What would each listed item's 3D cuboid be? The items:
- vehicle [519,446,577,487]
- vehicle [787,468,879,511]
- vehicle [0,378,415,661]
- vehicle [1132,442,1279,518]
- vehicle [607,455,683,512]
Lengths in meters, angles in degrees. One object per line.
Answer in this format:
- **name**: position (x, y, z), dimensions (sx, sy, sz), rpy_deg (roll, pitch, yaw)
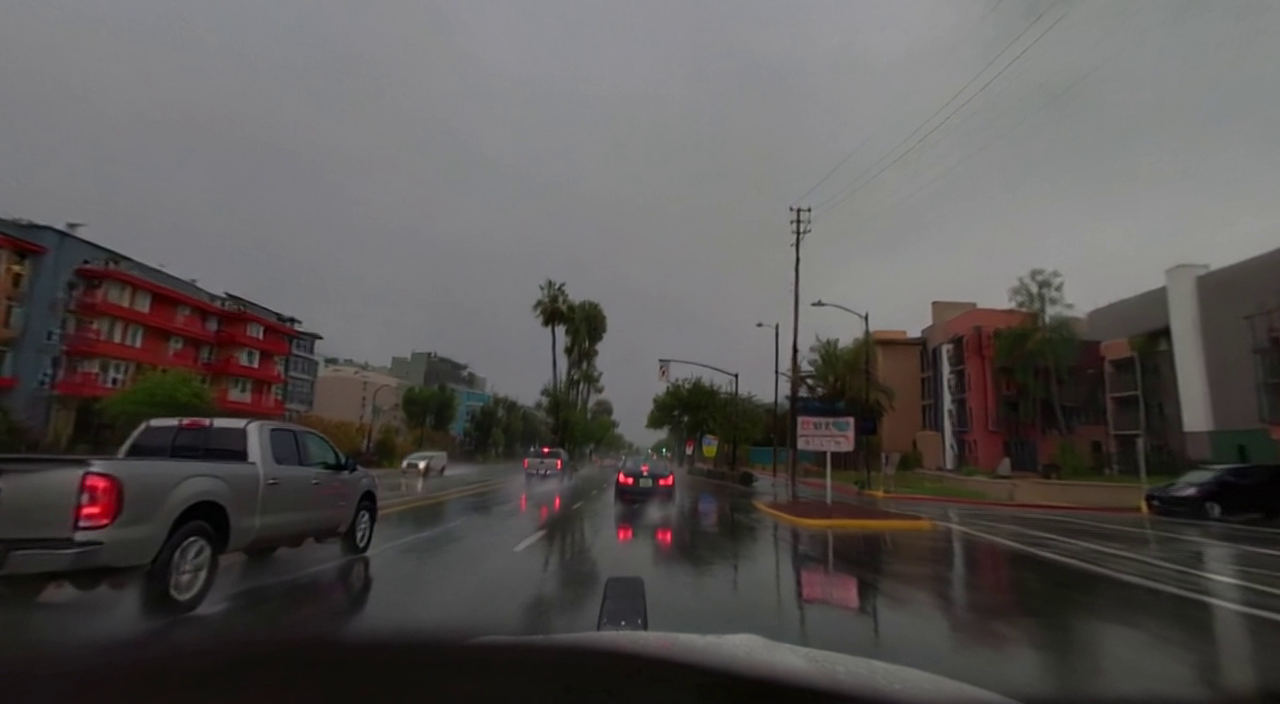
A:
- **vehicle**: position (-5.094, 6.458, 35.645), dimensions (2.447, 2.062, 5.911), rpy_deg (1, -10, -1)
- **vehicle**: position (6.878, 4.884, 22.581), dimensions (2.949, 1.209, 3.070), rpy_deg (-1, -10, 15)
- **vehicle**: position (-4.878, 1.627, 7.374), dimensions (2.187, 1.904, 6.103), rpy_deg (1, -10, 0)
- **vehicle**: position (33.234, 7.473, 36.735), dimensions (5.858, 4.169, 3.001), rpy_deg (0, -12, 2)
- **vehicle**: position (0.119, 4.050, 19.820), dimensions (2.122, 1.562, 4.152), rpy_deg (1, -10, -1)
